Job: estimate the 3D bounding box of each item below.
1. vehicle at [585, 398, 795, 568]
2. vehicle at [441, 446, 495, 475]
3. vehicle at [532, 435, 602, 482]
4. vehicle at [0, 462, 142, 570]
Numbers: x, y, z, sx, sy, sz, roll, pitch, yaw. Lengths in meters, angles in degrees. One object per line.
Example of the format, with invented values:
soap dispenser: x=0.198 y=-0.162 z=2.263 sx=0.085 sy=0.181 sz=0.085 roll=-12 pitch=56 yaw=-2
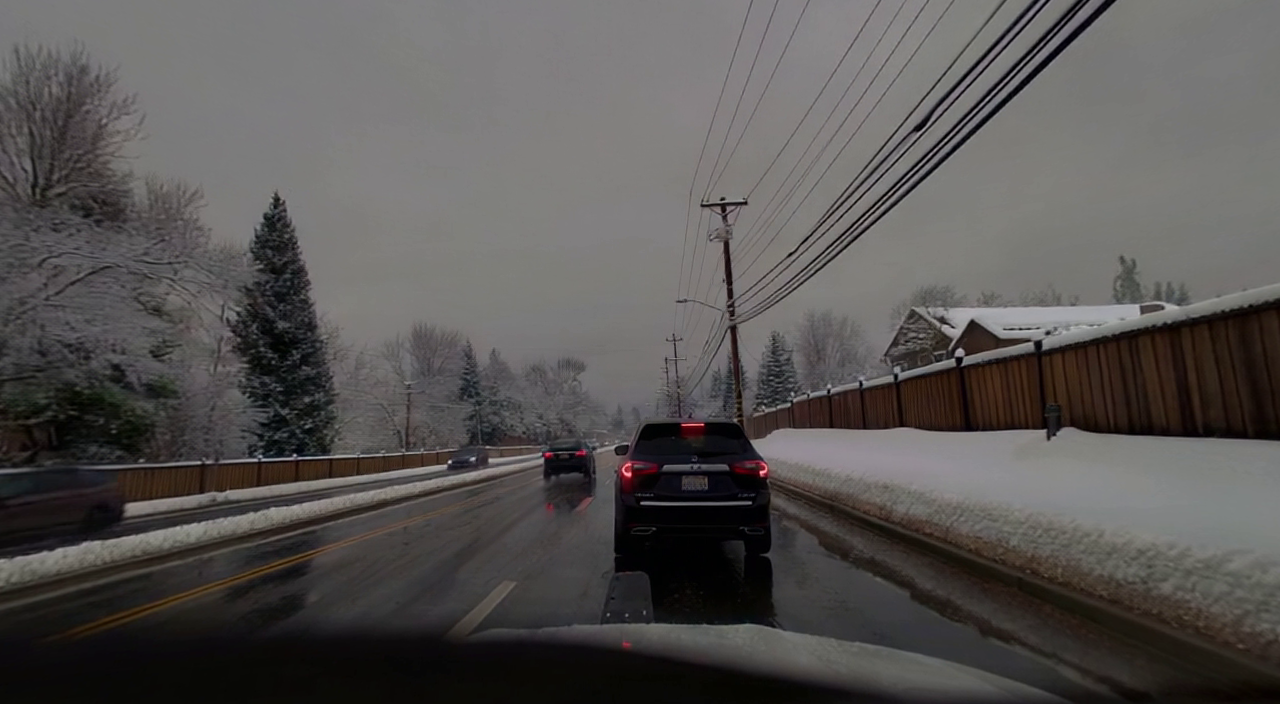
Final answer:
vehicle: x=0.487 y=1.671 z=8.686 sx=2.174 sy=1.749 sz=4.113 roll=0 pitch=-9 yaw=-1
vehicle: x=-11.741 y=7.406 z=43.366 sx=2.187 sy=1.863 sz=5.152 roll=0 pitch=-9 yaw=1
vehicle: x=-2.707 y=4.069 z=24.301 sx=2.037 sy=1.639 sz=4.213 roll=0 pitch=-9 yaw=2
vehicle: x=-11.421 y=2.855 z=11.203 sx=1.893 sy=1.662 sz=3.966 roll=0 pitch=-9 yaw=-1
